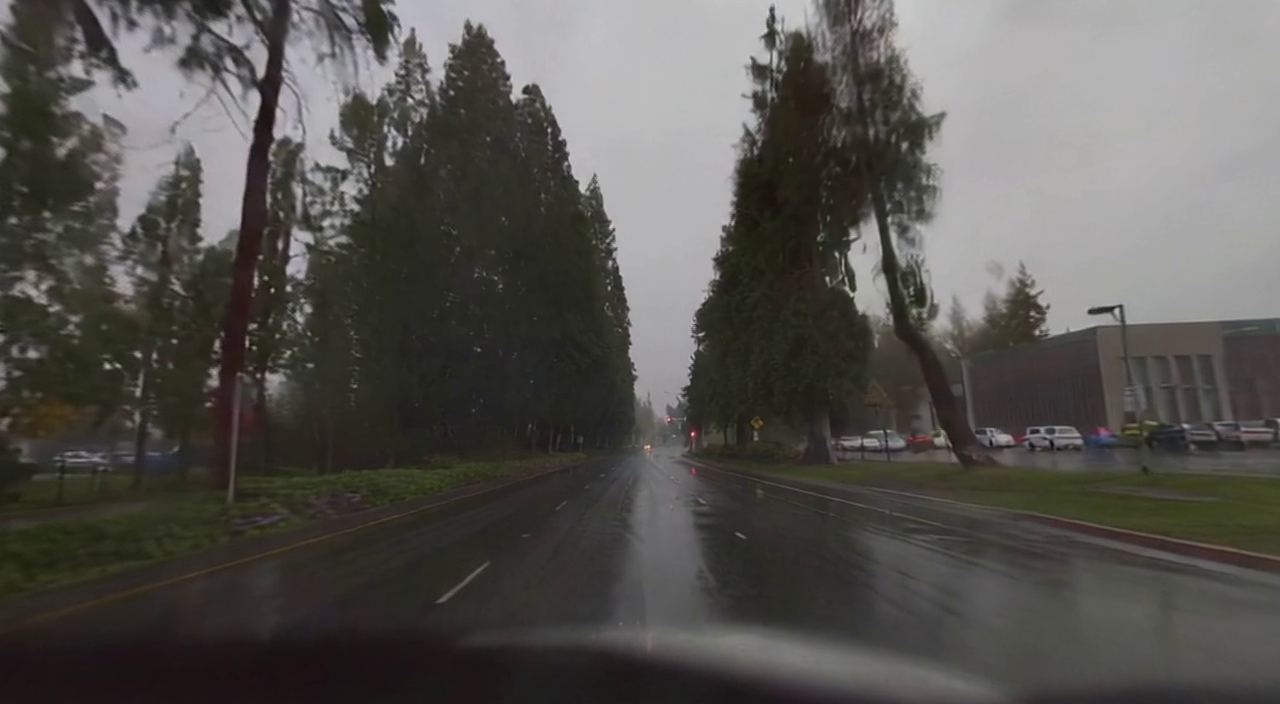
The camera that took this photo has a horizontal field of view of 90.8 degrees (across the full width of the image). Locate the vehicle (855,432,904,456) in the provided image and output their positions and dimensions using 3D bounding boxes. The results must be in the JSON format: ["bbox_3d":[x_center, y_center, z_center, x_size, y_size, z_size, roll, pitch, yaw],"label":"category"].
[{"bbox_3d":[17.855,6.892,47.295,1.907,1.601,4.253,-3,-9,0],"label":"vehicle"}]

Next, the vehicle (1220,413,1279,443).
[{"bbox_3d":[34.229,4.096,33.849,1.850,1.490,4.701,-1,-9,2],"label":"vehicle"}]

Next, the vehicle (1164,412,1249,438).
[{"bbox_3d":[42.303,5.495,47.329,1.865,1.737,4.703,0,-9,-1],"label":"vehicle"}]

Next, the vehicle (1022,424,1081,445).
[{"bbox_3d":[31.277,6.325,48.173,1.862,1.537,4.113,-1,-9,2],"label":"vehicle"}]

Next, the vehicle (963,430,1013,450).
[{"bbox_3d":[25.901,6.602,47.109,1.719,1.431,3.666,-1,-9,2],"label":"vehicle"}]

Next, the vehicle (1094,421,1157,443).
[{"bbox_3d":[36.746,6.105,47.922,1.766,1.510,3.703,0,-9,-2],"label":"vehicle"}]

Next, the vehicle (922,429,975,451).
[{"bbox_3d":[23.215,6.676,47.719,1.954,1.583,4.269,-1,-8,2],"label":"vehicle"}]

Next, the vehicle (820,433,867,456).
[{"bbox_3d":[15.292,6.994,47.667,1.946,1.633,4.367,-1,-8,-2],"label":"vehicle"}]

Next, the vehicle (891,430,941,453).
[{"bbox_3d":[20.529,6.710,47.169,1.914,1.585,4.157,-1,-8,1],"label":"vehicle"}]
